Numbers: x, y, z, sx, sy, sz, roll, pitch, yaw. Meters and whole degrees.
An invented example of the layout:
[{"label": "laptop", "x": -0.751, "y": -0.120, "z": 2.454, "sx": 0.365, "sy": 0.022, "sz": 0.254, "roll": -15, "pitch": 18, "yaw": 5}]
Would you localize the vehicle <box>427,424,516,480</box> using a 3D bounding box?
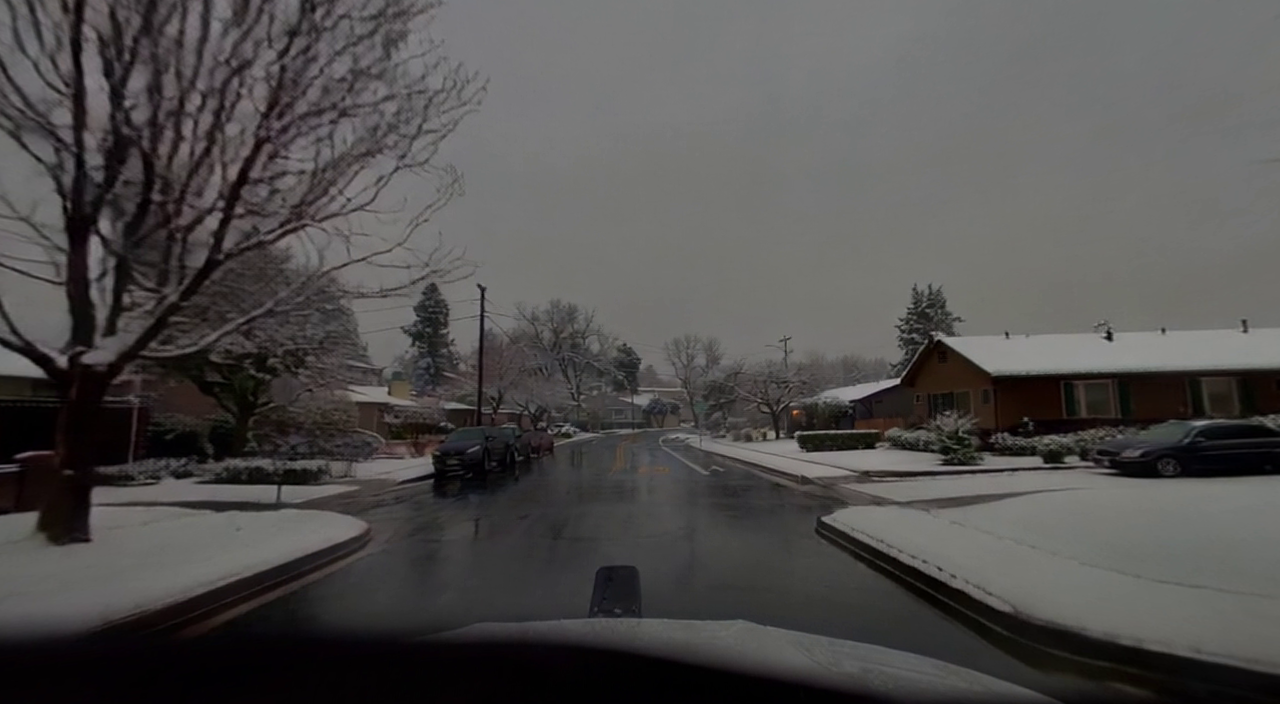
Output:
[{"label": "vehicle", "x": -5.838, "y": 3.504, "z": 22.417, "sx": 2.147, "sy": 1.780, "sz": 4.165, "roll": 0, "pitch": -8, "yaw": -2}]
